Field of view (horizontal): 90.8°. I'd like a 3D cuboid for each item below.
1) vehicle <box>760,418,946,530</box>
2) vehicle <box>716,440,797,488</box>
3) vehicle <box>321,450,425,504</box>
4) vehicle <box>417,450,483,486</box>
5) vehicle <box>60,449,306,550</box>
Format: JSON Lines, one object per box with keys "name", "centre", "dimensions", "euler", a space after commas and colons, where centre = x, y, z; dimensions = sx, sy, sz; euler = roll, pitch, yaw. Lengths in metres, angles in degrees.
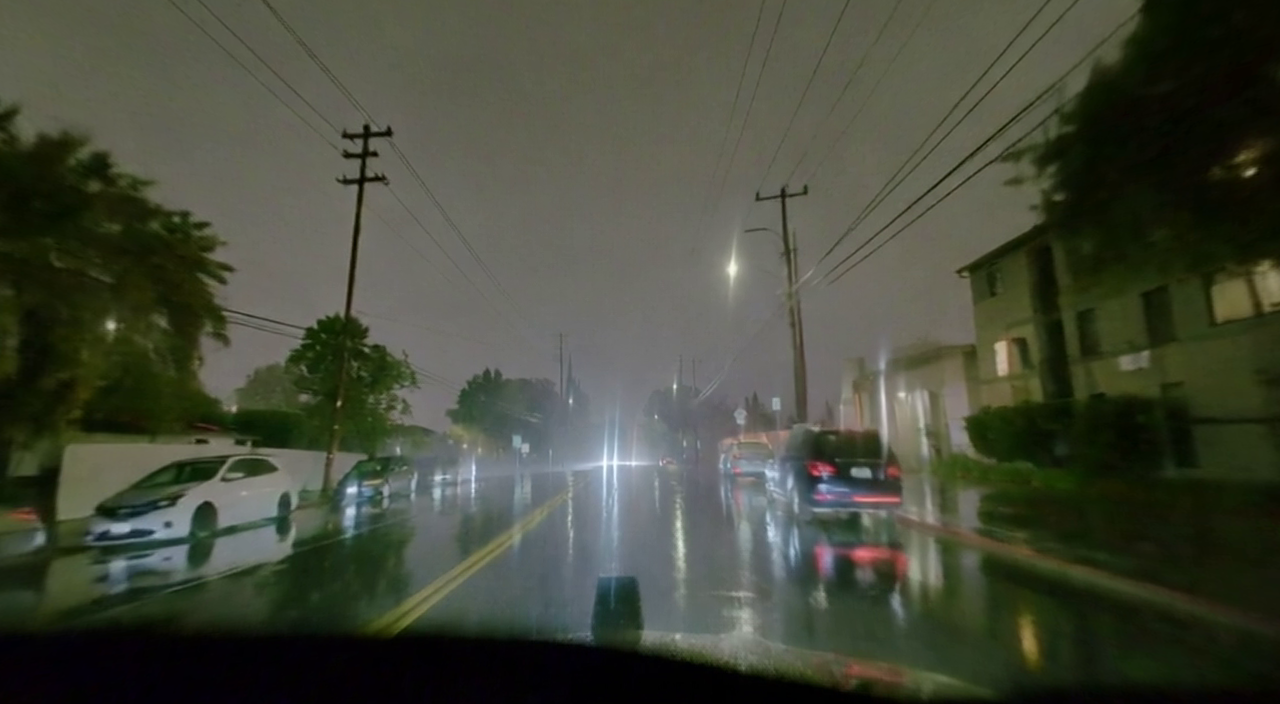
{"name": "vehicle", "centre": [3.766, 2.248, 12.152], "dimensions": [2.155, 1.747, 4.311], "euler": [0, -8, 2]}
{"name": "vehicle", "centre": [3.880, 3.814, 21.930], "dimensions": [1.946, 1.468, 4.721], "euler": [0, -8, 1]}
{"name": "vehicle", "centre": [-9.335, 4.371, 22.466], "dimensions": [1.884, 1.526, 4.061], "euler": [-5, -8, 1]}
{"name": "vehicle", "centre": [-9.333, 5.706, 31.395], "dimensions": [2.000, 1.495, 4.687], "euler": [-3, -8, -3]}
{"name": "vehicle", "centre": [-9.274, 3.007, 13.432], "dimensions": [2.051, 1.657, 4.322], "euler": [-3, -10, -1]}
